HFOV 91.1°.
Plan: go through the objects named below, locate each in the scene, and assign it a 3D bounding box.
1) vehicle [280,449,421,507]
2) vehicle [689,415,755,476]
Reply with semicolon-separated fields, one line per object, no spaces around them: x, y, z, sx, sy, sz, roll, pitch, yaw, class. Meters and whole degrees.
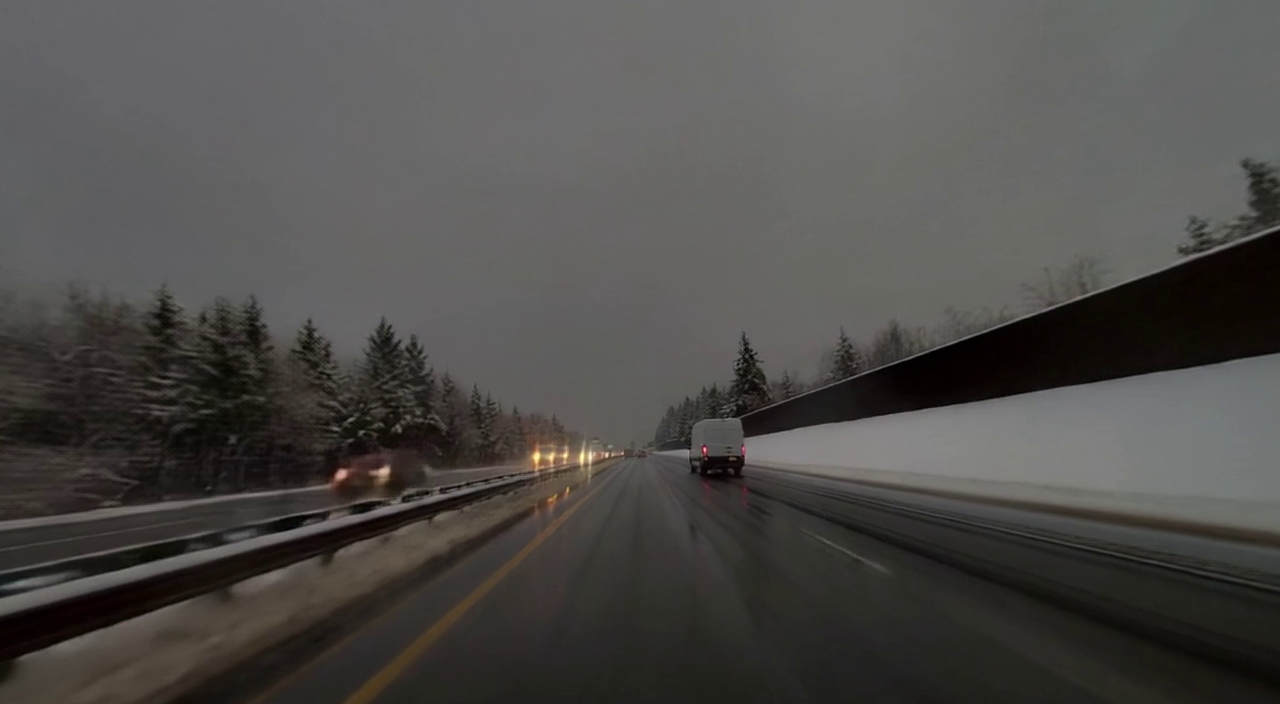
-8.648;3.765;19.355;2.120;1.523;4.609;0;-9;0;vehicle
4.096;4.908;32.860;2.449;2.805;6.763;0;-9;0;vehicle
